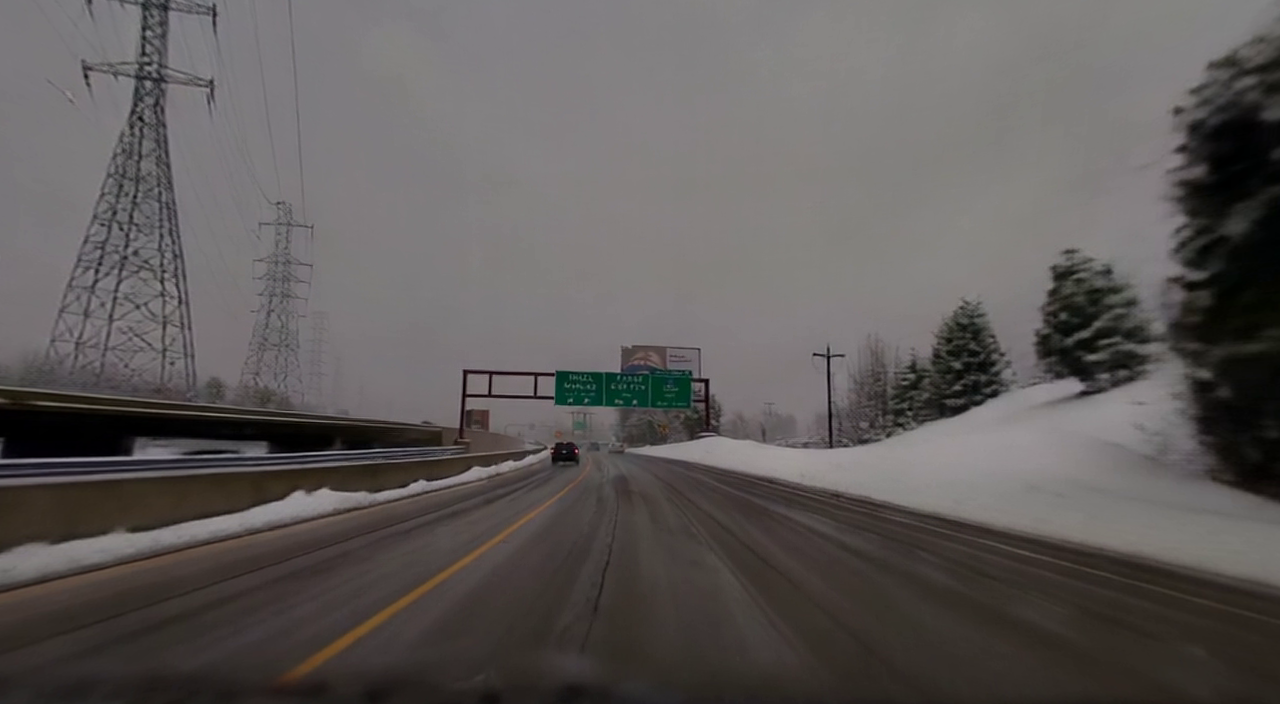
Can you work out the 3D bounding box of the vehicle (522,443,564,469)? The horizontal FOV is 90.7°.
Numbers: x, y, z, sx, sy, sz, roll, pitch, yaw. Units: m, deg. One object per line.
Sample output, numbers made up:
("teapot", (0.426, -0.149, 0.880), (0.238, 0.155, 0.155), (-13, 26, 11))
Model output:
("vehicle", (-5.597, 6.021, 36.931), (1.921, 1.420, 4.078), (0, -8, -2))
